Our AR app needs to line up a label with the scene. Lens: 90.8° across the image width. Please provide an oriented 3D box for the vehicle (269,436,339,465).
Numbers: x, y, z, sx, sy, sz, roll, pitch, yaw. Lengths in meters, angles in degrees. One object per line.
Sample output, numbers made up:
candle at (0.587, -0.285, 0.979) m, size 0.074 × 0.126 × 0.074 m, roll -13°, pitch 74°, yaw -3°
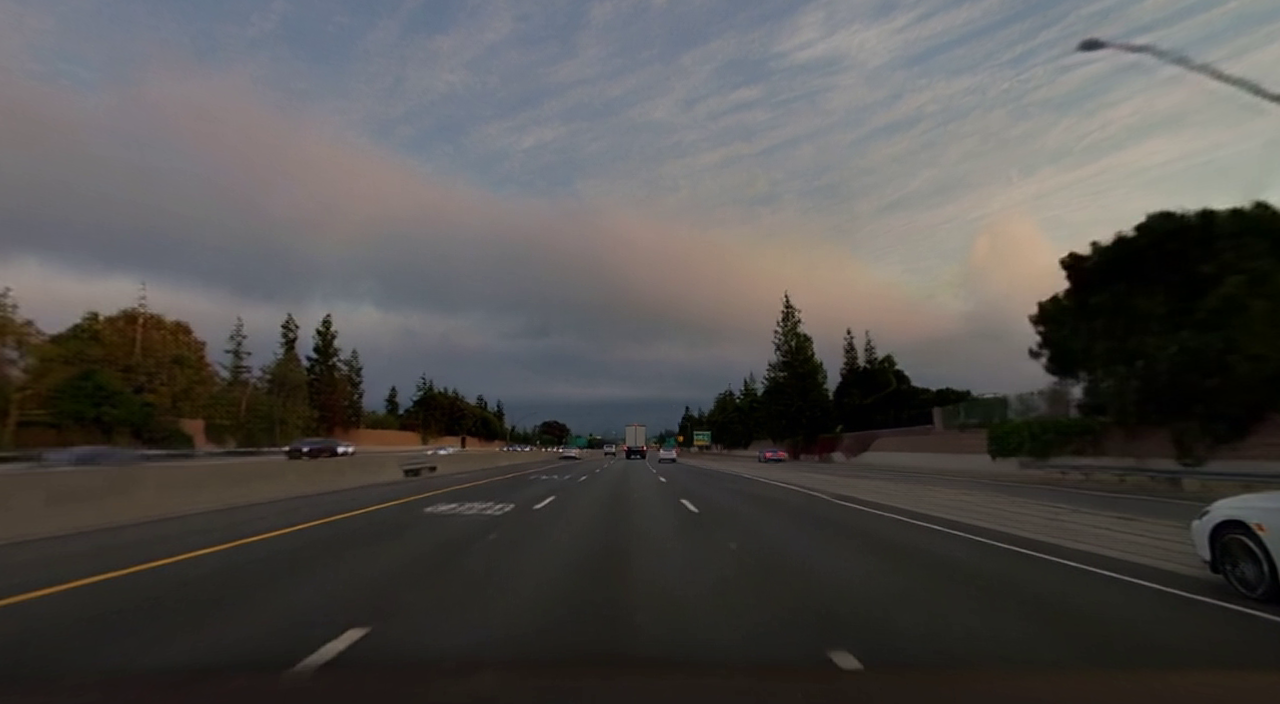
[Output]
vehicle at (-23.085, 6.772, 43.696) m, size 2.068 × 1.849 × 4.938 m, roll 0°, pitch -8°, yaw 0°

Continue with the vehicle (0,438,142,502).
vehicle at (-15.877, 3.012, 16.457) m, size 1.982 × 1.473 × 4.656 m, roll 0°, pitch -8°, yaw 0°
